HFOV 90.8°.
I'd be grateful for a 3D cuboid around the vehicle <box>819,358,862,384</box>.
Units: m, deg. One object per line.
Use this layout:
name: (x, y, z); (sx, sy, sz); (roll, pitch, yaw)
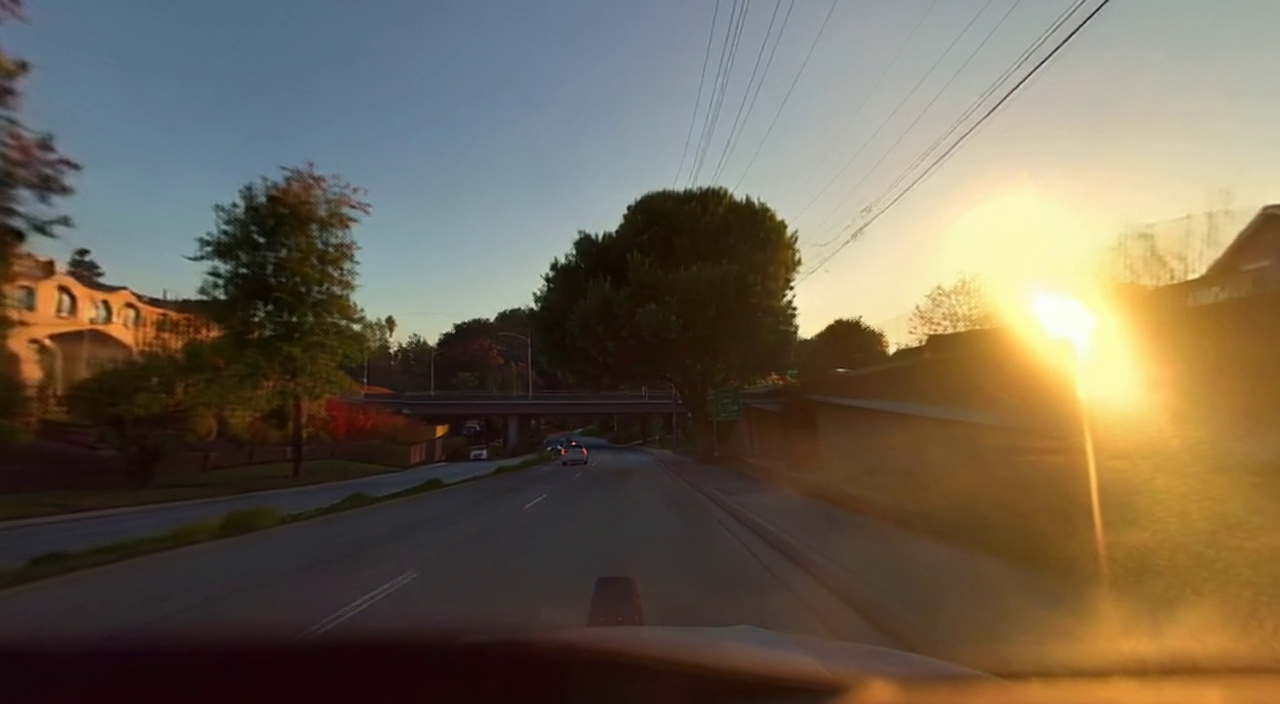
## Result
vehicle: (15.402, 1.496, 48.775); (2.058, 1.475, 4.587); (1, -7, 4)
